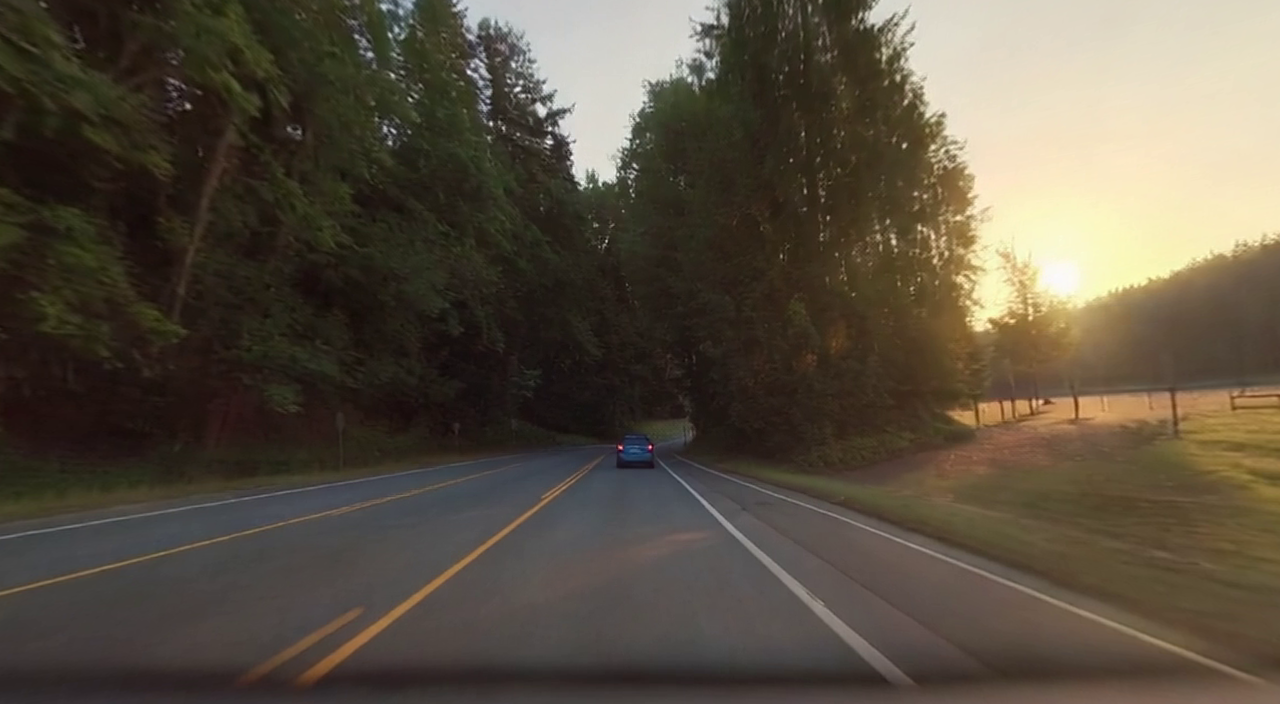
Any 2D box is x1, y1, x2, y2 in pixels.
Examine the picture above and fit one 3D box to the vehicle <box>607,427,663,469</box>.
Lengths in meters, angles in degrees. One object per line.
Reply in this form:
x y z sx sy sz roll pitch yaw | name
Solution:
-0.249 4.242 27.909 2.294 1.708 4.110 0 -8 -1 | vehicle
